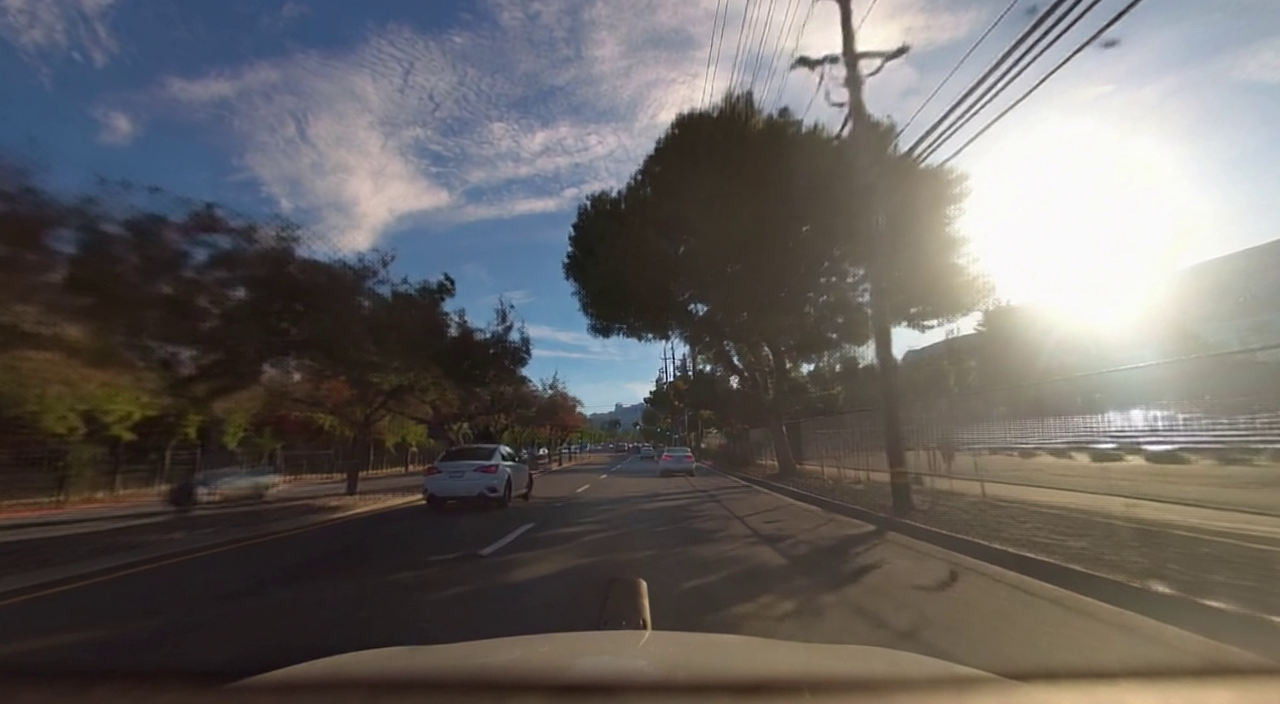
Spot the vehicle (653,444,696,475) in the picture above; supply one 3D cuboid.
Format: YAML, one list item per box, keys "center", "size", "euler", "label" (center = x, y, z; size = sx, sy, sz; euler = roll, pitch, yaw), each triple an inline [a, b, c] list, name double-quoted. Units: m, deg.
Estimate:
- center: [1.709, 5.517, 32.524]
  size: [2.059, 1.486, 3.980]
  euler: [0, -8, 1]
  label: "vehicle"

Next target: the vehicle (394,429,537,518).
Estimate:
- center: [-3.754, 2.681, 14.426]
  size: [1.950, 1.692, 4.397]
  euler: [0, -8, 1]
  label: "vehicle"
